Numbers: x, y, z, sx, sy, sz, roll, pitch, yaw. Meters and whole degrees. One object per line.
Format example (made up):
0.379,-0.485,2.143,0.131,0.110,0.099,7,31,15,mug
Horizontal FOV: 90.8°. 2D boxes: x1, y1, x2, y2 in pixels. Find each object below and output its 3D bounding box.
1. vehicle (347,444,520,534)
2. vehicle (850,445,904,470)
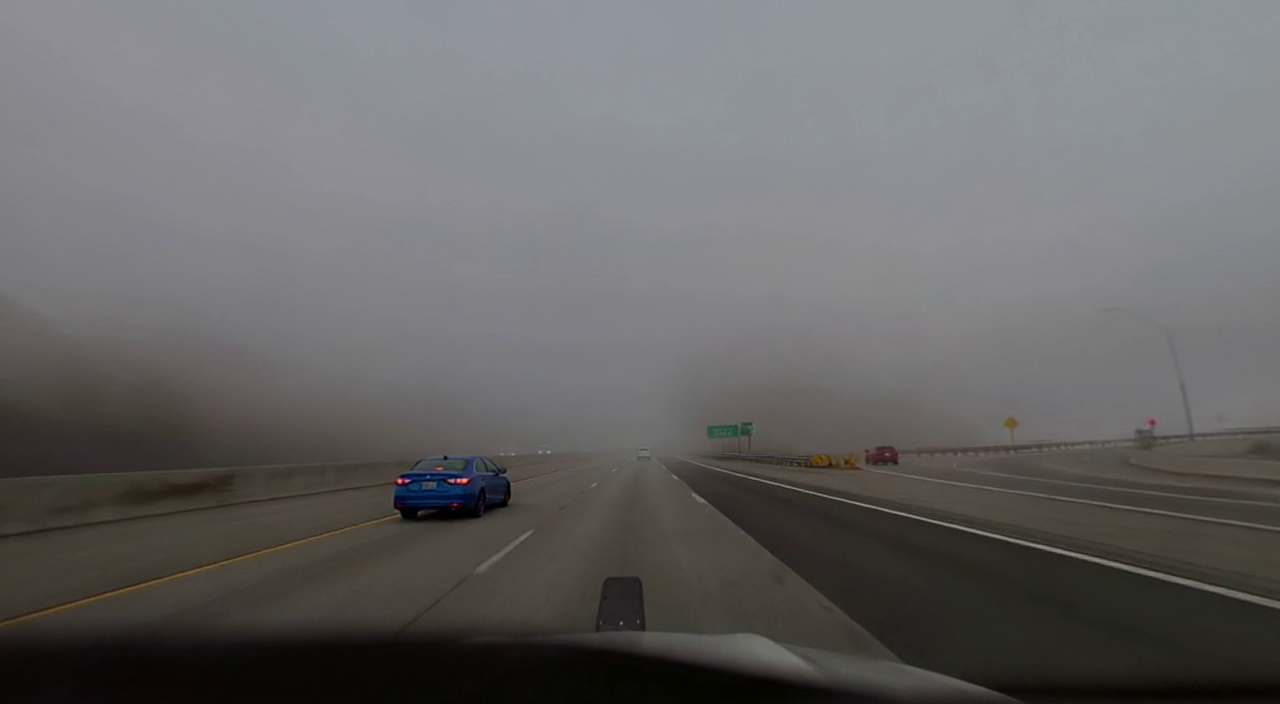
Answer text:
-3.812,2.603,12.624,1.873,1.438,4.546,-1,-9,1,vehicle
14.528,6.503,38.913,1.805,1.427,4.447,-1,-9,3,vehicle
